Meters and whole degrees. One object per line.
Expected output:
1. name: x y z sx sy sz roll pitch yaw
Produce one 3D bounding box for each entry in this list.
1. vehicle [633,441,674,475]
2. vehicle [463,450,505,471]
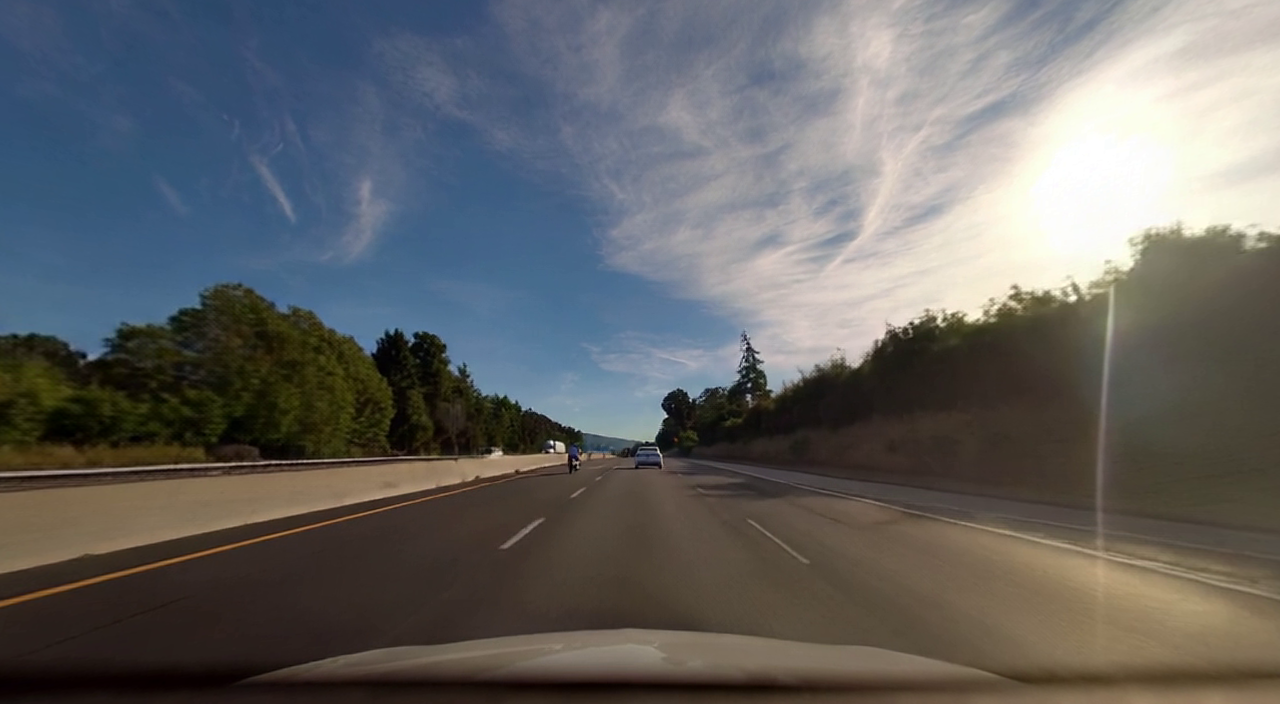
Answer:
1. vehicle: 0.753 6.105 36.534 2.247 1.825 4.036 0 -9 0
2. vehicle: -11.863 8.252 48.150 2.009 1.464 4.489 0 -9 1
